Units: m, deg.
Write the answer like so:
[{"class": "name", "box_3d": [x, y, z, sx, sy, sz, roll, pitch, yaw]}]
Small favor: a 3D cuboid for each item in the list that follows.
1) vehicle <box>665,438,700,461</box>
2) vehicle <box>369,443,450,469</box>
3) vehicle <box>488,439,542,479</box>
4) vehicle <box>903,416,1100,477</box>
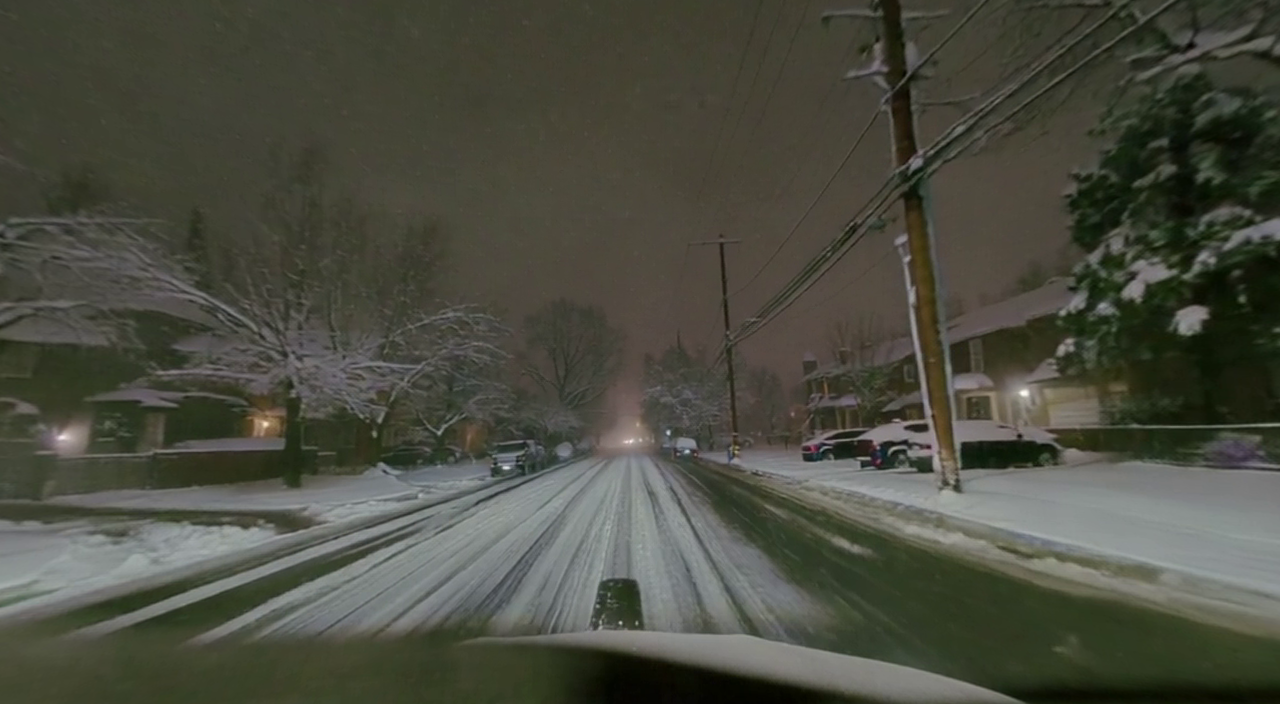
[{"class": "vehicle", "box_3d": [3.242, 7.508, 48.931, 2.247, 1.618, 4.655, 2, -8, -1]}, {"class": "vehicle", "box_3d": [-16.275, 7.364, 44.782, 4.706, 1.681, 2.389, -1, -9, 5]}, {"class": "vehicle", "box_3d": [-6.331, 5.435, 32.412, 2.035, 1.736, 3.955, -2, -6, -1]}, {"class": "vehicle", "box_3d": [11.094, 2.953, 19.717, 4.782, 1.748, 2.106, 0, -8, 1]}]
